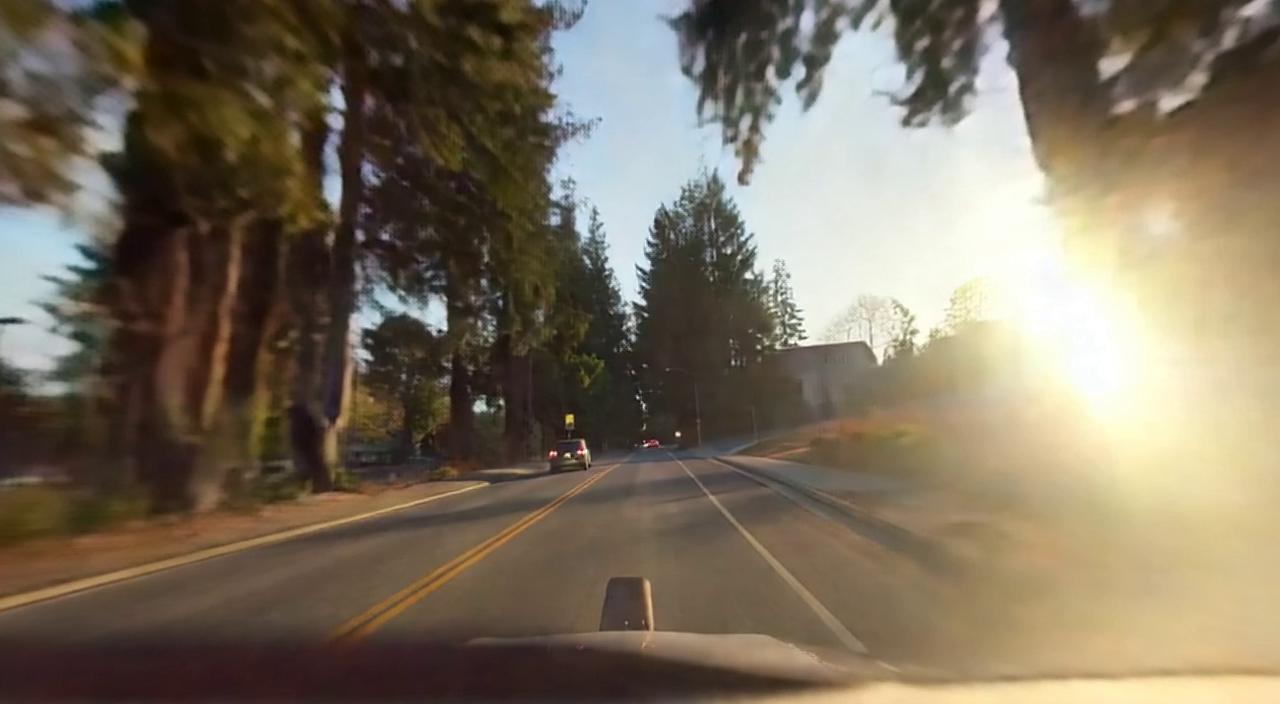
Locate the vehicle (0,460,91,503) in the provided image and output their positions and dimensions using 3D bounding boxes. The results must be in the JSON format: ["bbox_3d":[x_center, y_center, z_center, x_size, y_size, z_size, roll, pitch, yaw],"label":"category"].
[{"bbox_3d":[-29.685,6.179,30.274,1.992,1.792,4.929,0,-8,2],"label":"vehicle"}]

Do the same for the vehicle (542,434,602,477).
[{"bbox_3d":[-2.859,4.488,27.529,2.016,1.694,4.335,0,-8,2],"label":"vehicle"}]

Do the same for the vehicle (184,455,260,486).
[{"bbox_3d":[-29.090,8.219,44.083,1.968,1.821,4.810,-3,-8,1],"label":"vehicle"}]
